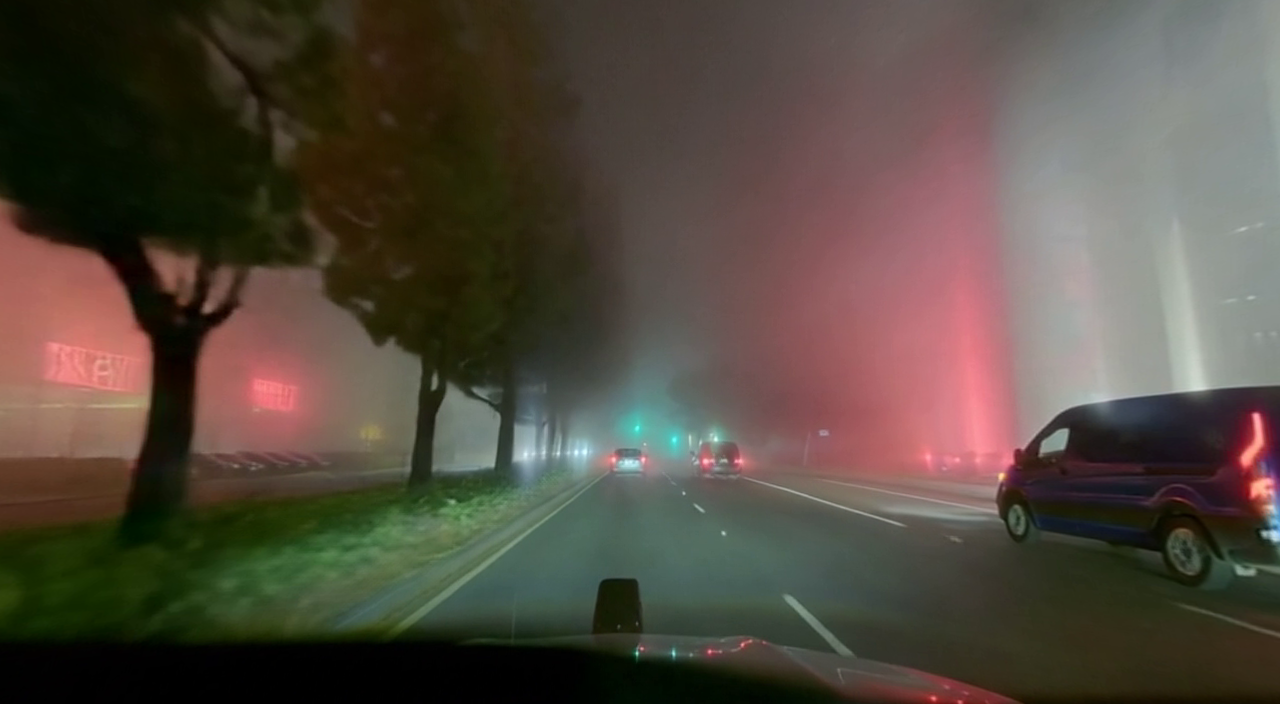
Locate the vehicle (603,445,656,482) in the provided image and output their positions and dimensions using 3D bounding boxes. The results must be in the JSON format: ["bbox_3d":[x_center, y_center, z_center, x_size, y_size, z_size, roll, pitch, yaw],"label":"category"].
[{"bbox_3d":[-0.454,4.733,27.197,2.095,1.456,3.873,0,-9,-1],"label":"vehicle"}]

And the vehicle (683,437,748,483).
[{"bbox_3d":[3.054,4.477,26.451,2.047,1.711,4.265,0,-9,-2],"label":"vehicle"}]

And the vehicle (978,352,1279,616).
[{"bbox_3d":[6.493,1.315,6.791,2.573,2.127,5.568,0,-9,0],"label":"vehicle"}]

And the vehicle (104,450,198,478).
[{"bbox_3d":[-29.029,6.642,37.715,1.877,1.455,4.629,-1,-8,0],"label":"vehicle"}]

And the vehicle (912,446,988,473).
[{"bbox_3d":[18.408,6.371,37.783,2.017,1.466,4.733,0,-9,-2],"label":"vehicle"}]
